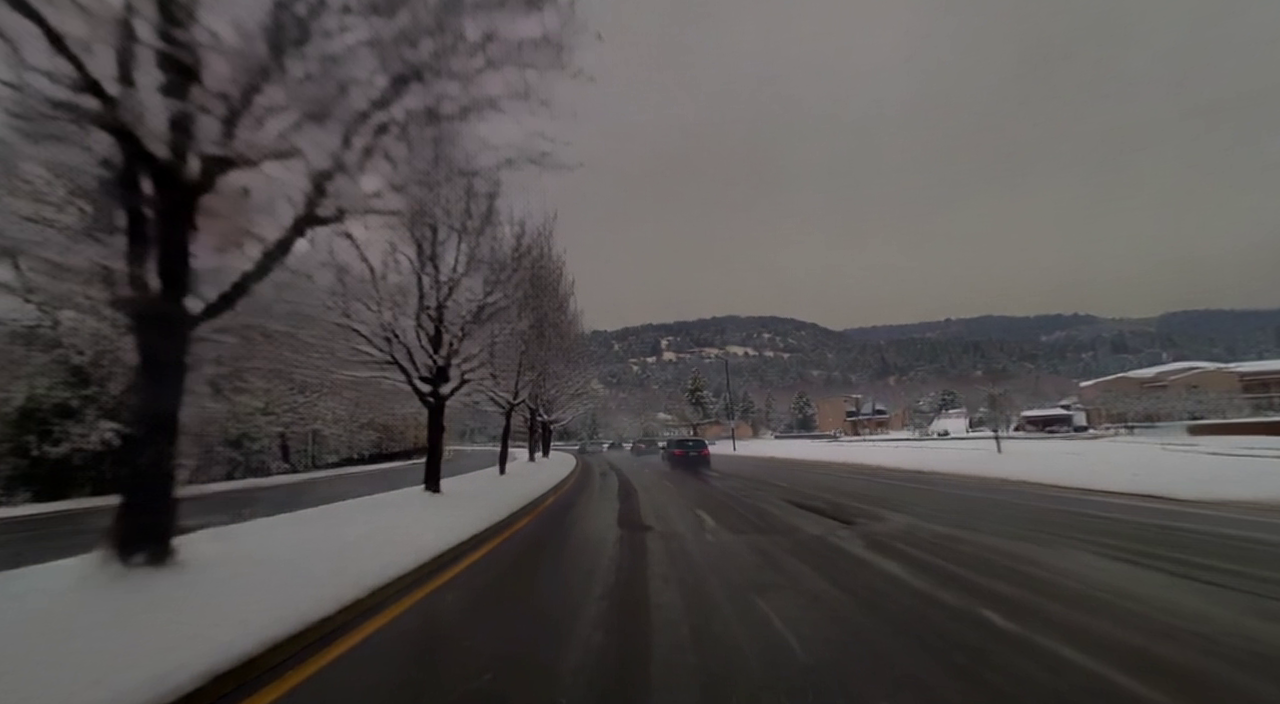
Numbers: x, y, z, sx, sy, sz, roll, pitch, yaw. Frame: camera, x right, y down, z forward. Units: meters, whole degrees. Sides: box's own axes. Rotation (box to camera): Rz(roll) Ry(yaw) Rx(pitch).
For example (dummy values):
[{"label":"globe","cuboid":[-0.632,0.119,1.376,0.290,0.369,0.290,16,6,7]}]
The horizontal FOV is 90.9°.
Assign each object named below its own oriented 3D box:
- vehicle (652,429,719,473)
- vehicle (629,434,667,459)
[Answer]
[{"label":"vehicle","cuboid":[1.880,4.294,27.460,2.253,1.756,4.313,1,-8,-4]},{"label":"vehicle","cuboid":[0.547,7.255,48.313,2.210,1.788,4.293,1,-8,-8]}]
